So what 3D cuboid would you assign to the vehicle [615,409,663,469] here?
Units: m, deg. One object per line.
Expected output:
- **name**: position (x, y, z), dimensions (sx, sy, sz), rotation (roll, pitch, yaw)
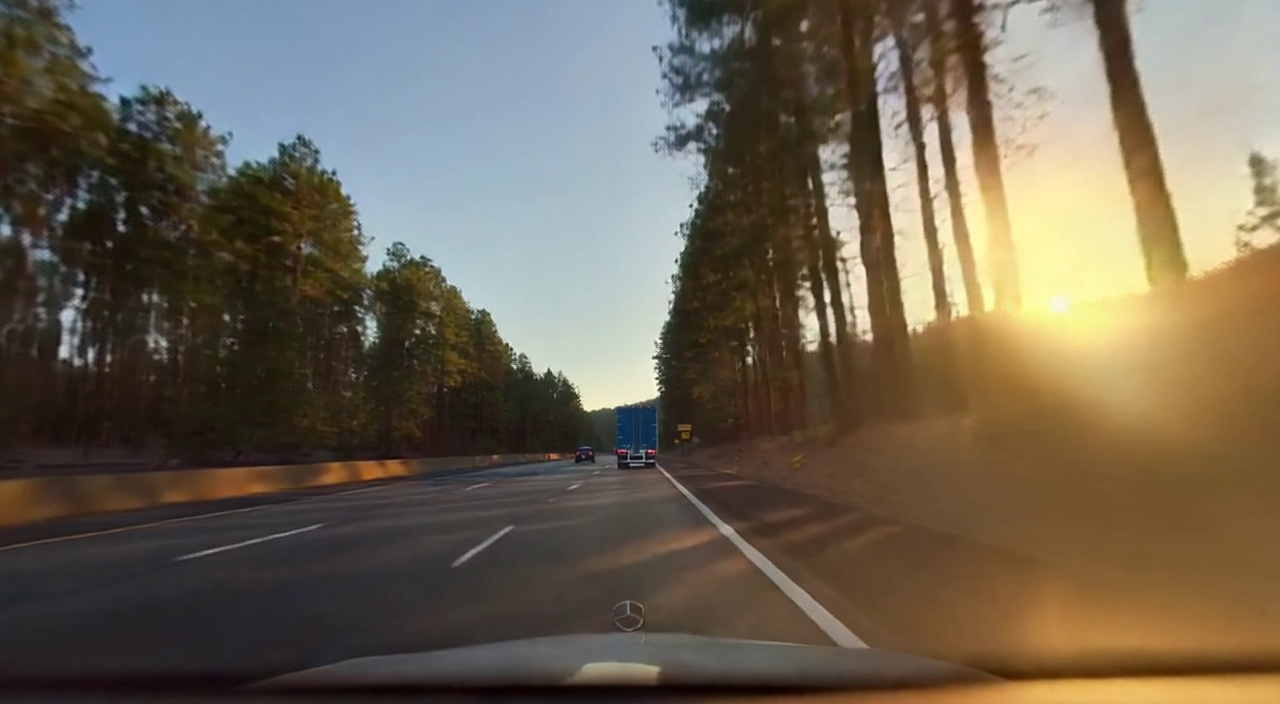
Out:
- **vehicle**: position (-0.092, 6.909, 49.892), dimensions (3.320, 4.173, 11.889), rotation (0, -8, 0)
